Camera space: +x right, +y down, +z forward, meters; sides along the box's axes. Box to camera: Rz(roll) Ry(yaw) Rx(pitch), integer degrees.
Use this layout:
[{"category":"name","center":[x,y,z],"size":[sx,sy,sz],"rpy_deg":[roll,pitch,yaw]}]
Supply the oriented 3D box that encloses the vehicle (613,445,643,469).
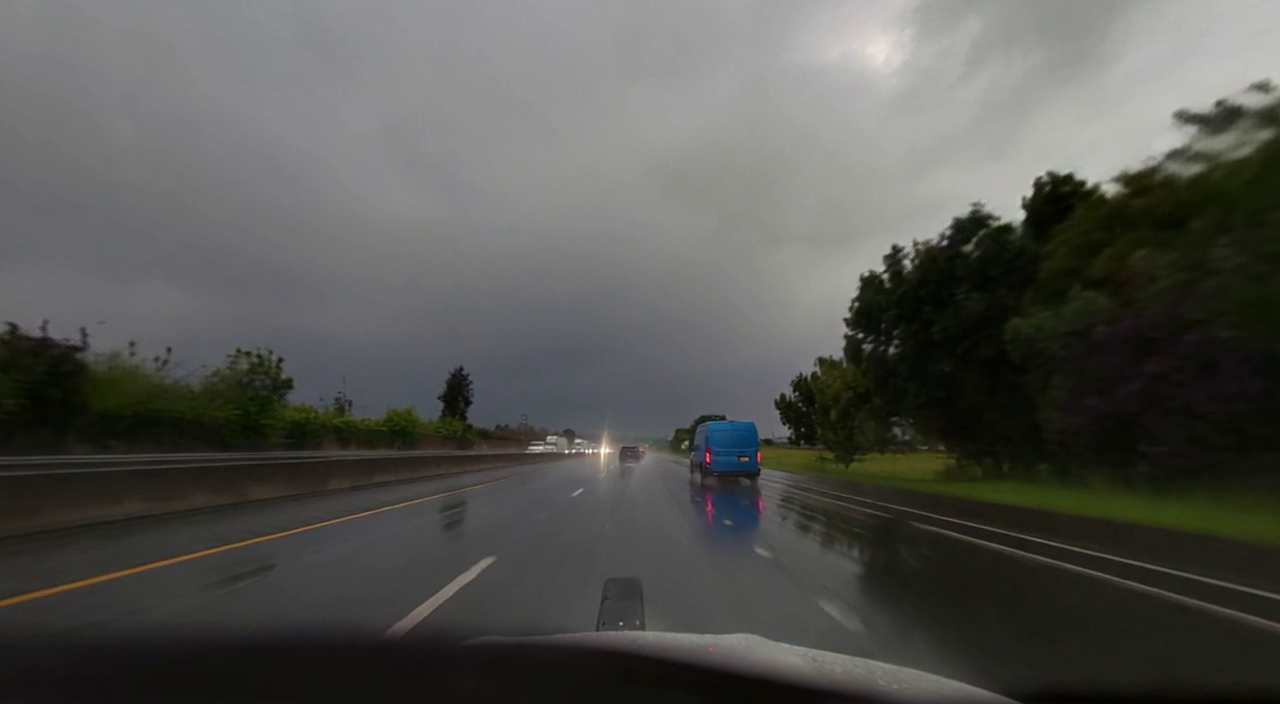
[{"category":"vehicle","center":[-0.833,7.679,46.284],"size":[2.069,1.666,4.338],"rpy_deg":[0,-9,1]}]

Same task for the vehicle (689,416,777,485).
[{"category":"vehicle","center":[3.687,4.123,26.539],"size":[2.552,2.524,6.630],"rpy_deg":[0,-9,-1]}]
